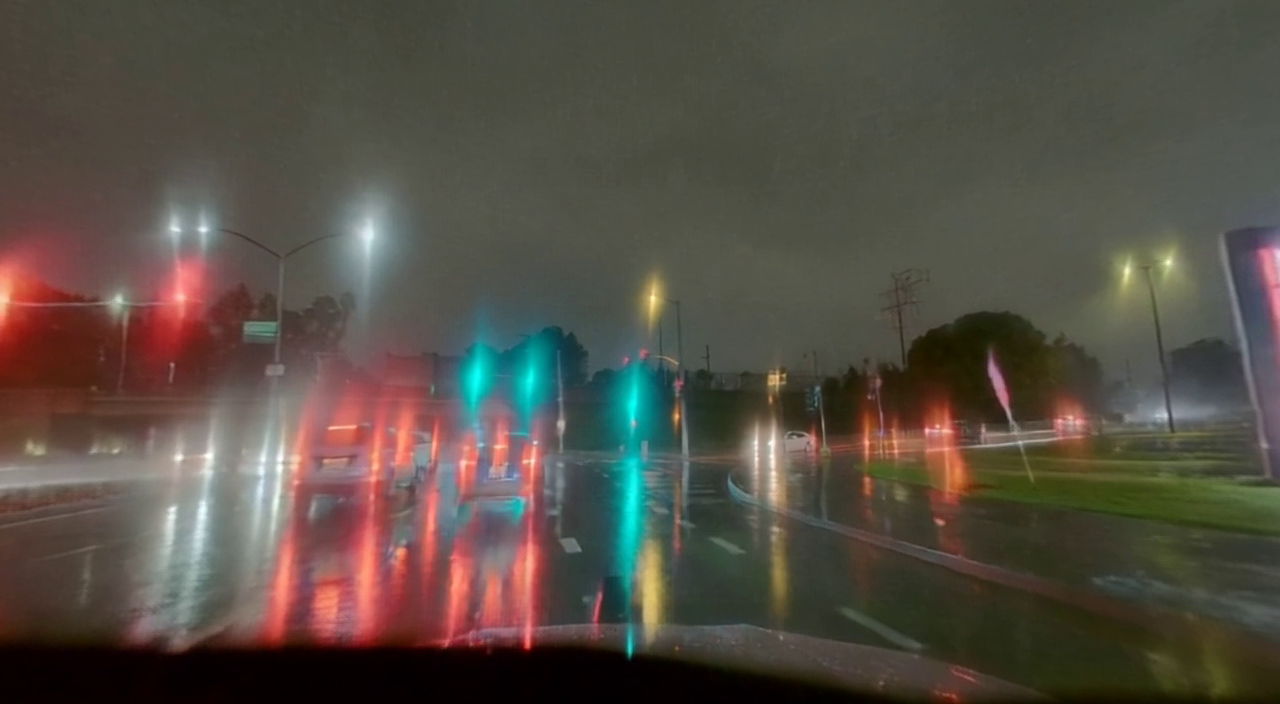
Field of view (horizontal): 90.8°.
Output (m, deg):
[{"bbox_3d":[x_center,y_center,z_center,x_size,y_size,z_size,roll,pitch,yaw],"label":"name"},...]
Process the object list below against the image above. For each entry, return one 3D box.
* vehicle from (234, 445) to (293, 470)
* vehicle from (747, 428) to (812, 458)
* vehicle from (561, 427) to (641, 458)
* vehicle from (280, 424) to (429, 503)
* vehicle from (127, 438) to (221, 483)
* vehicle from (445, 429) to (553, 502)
[{"bbox_3d":[-24.740,6.923,41.713,1.911,1.478,4.559,1,-9,-12],"label":"vehicle"},{"bbox_3d":[8.243,5.351,37.083,1.908,1.622,4.166,-7,-11,41],"label":"vehicle"},{"bbox_3d":[-2.508,6.016,41.970,5.144,1.954,2.122,0,-8,1],"label":"vehicle"},{"bbox_3d":[-6.714,2.656,15.533,2.057,1.610,4.891,1,-8,-9],"label":"vehicle"},{"bbox_3d":[-22.082,5.208,30.145,1.863,1.722,4.328,-7,-9,-12],"label":"vehicle"},{"bbox_3d":[-3.294,2.689,15.492,2.176,1.489,4.518,1,-8,-9],"label":"vehicle"}]
